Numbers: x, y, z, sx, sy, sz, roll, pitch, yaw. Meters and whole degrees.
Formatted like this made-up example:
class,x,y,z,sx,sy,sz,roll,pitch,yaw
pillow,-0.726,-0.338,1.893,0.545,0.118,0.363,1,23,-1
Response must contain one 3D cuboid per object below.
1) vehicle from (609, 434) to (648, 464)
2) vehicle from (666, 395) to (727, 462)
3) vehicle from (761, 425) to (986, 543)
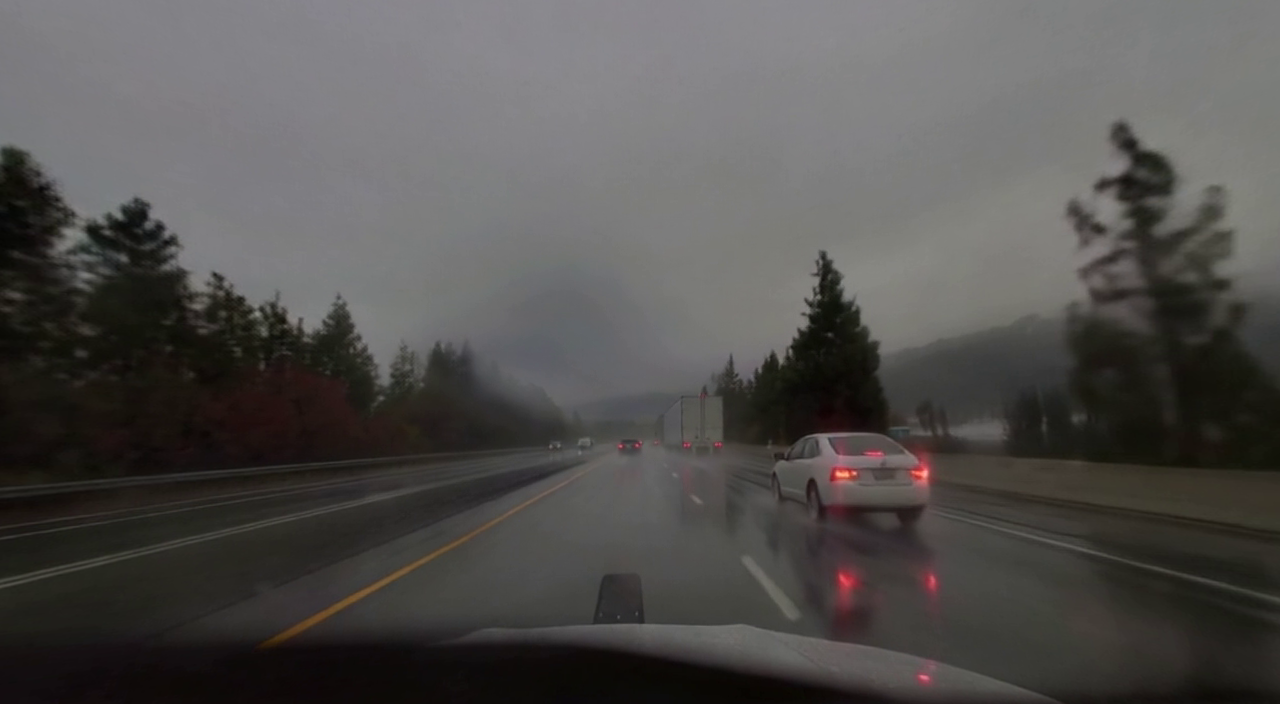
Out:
class,x,y,z,sx,sy,sz,roll,pitch,yaw
vehicle,-0.641,5.776,37.796,2.192,1.623,4.887,0,-8,0
vehicle,3.696,5.541,44.835,2.919,4.004,13.911,0,-8,0
vehicle,3.502,2.035,10.509,2.072,1.534,4.300,0,-8,0
